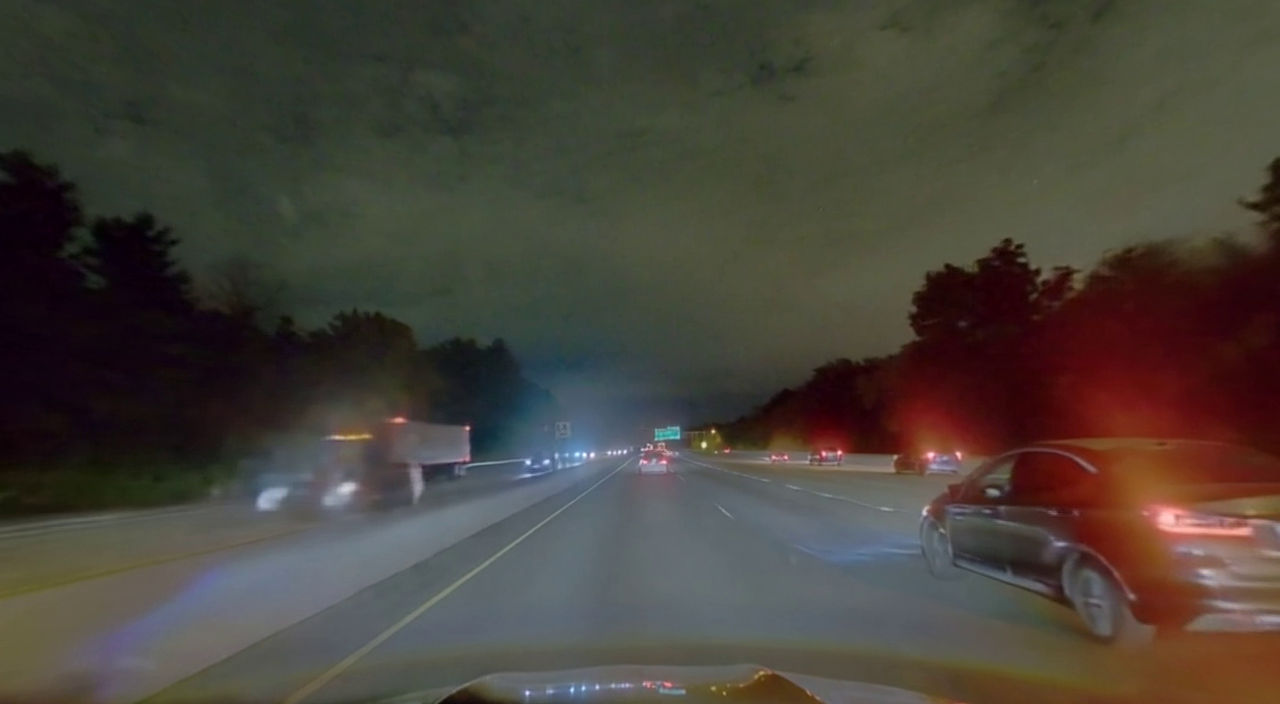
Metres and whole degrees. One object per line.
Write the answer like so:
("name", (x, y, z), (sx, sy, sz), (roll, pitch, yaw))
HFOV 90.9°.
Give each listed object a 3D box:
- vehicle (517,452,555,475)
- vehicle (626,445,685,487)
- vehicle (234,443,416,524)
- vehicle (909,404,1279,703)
("vehicle", (-7.404, 7.947, 45.126), (1.911, 1.497, 4.500), (0, -9, 0))
("vehicle", (0.578, 4.556, 25.476), (2.177, 1.520, 4.278), (0, -9, 0))
("vehicle", (-6.965, 2.924, 14.544), (1.992, 1.575, 4.183), (0, -9, 0))
("vehicle", (3.746, 1.192, 4.141), (2.029, 1.475, 4.279), (0, -9, 0))
